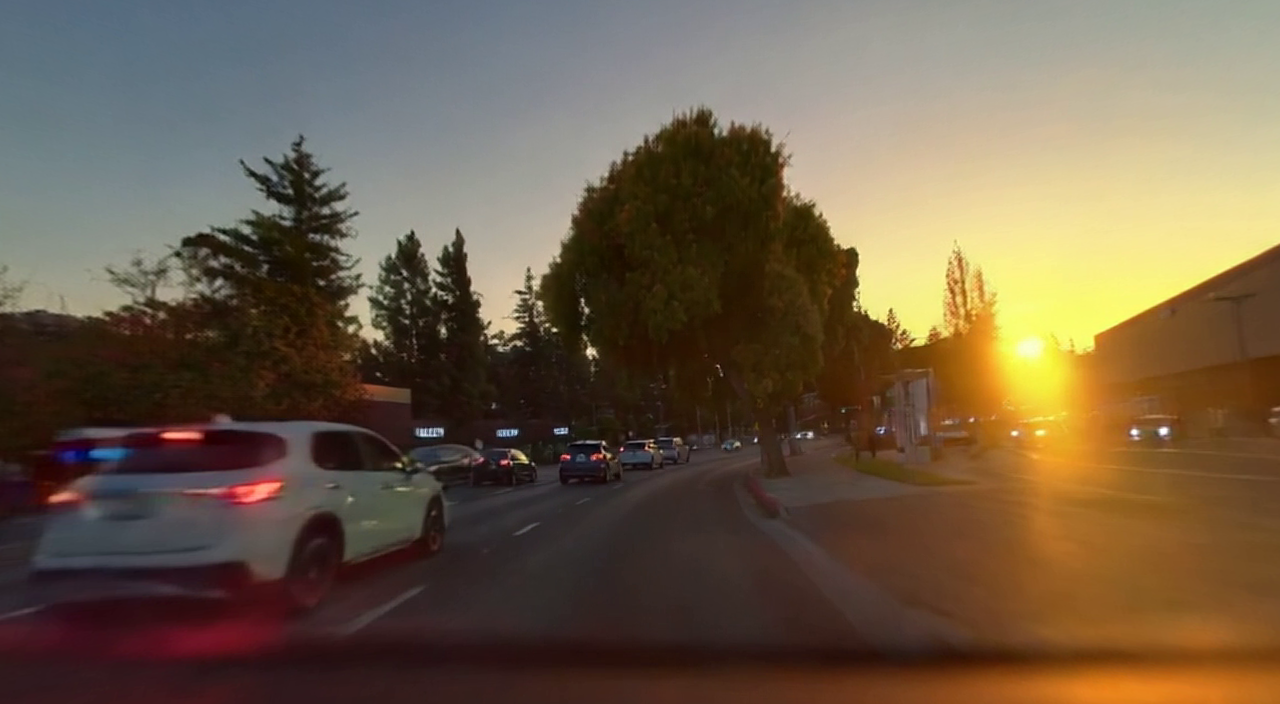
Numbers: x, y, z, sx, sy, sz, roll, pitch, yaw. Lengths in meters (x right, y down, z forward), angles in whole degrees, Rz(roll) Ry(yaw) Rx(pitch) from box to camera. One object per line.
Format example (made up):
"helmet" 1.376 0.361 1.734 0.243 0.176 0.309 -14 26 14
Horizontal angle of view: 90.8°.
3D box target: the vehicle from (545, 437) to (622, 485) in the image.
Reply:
"vehicle" -2.094 4.221 24.779 2.002 1.664 4.113 -2 -9 10

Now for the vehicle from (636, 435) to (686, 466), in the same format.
"vehicle" 1.384 6.214 39.946 2.167 1.832 4.679 -2 -9 15

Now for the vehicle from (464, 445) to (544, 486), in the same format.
"vehicle" -5.575 4.683 26.500 1.974 1.558 3.949 -1 -9 8

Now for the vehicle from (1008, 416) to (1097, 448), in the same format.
"vehicle" 24.569 4.814 37.606 4.982 1.789 2.303 5 -10 -30

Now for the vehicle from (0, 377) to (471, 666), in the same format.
"vehicle" -3.559 1.446 6.462 2.168 1.783 4.695 -3 -9 3

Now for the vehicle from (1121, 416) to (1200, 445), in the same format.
"vehicle" 27.743 4.245 33.672 4.106 1.450 1.901 5 -10 -32
